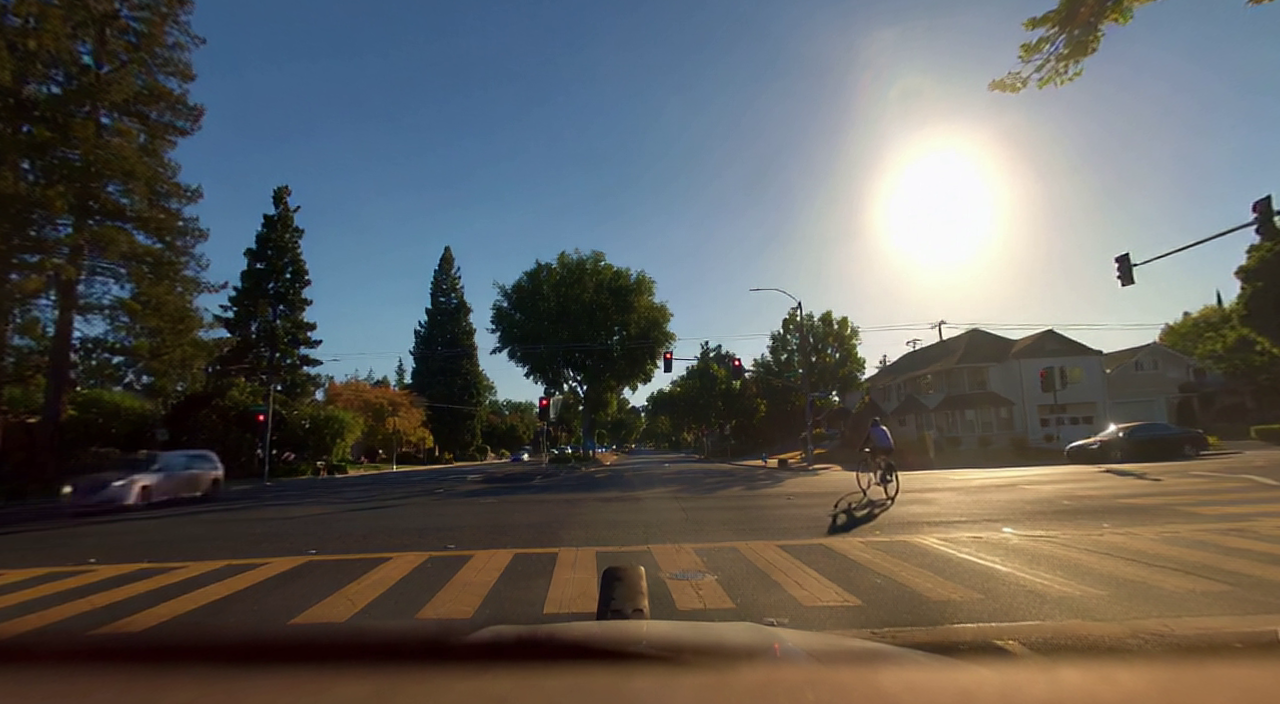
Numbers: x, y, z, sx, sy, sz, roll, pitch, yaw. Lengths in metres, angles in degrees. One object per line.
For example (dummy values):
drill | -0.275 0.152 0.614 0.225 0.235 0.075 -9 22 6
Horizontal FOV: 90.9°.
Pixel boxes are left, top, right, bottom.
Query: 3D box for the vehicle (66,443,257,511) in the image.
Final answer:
vehicle | -14.139 3.671 19.075 2.148 1.753 4.558 0 -9 0

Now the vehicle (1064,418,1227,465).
vehicle | 17.326 3.096 21.752 3.969 1.493 1.823 0 -9 1
